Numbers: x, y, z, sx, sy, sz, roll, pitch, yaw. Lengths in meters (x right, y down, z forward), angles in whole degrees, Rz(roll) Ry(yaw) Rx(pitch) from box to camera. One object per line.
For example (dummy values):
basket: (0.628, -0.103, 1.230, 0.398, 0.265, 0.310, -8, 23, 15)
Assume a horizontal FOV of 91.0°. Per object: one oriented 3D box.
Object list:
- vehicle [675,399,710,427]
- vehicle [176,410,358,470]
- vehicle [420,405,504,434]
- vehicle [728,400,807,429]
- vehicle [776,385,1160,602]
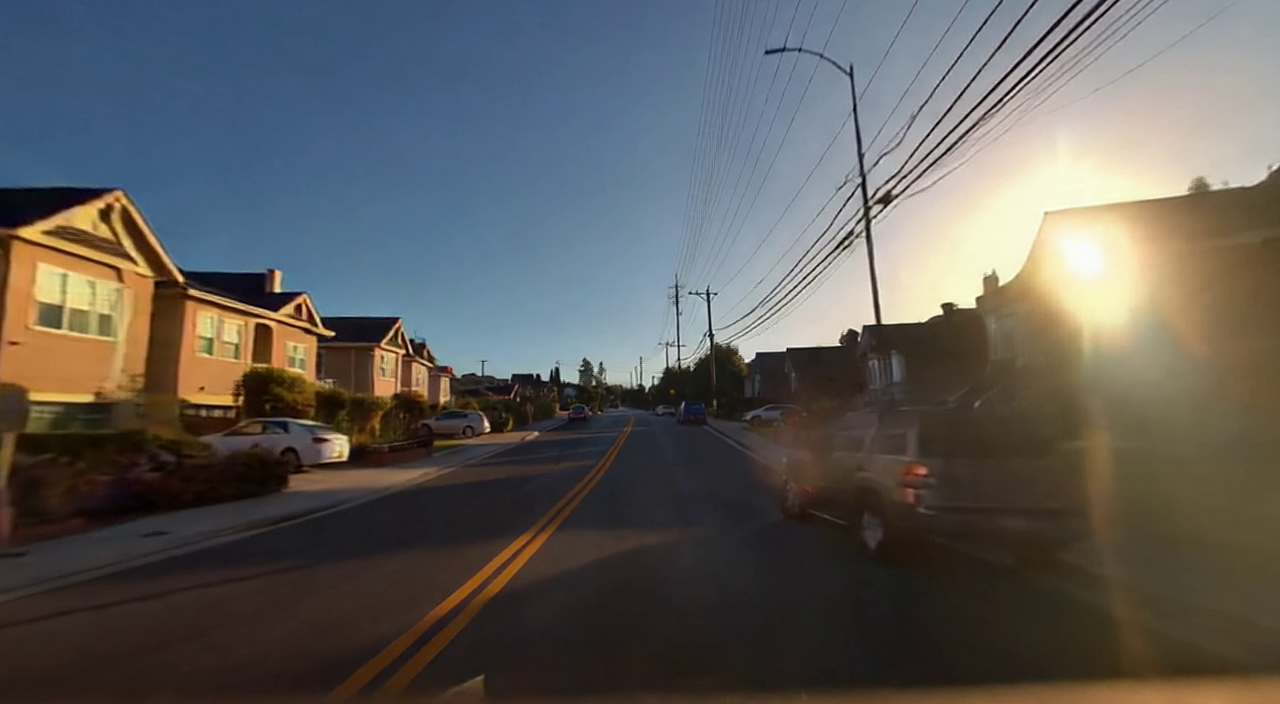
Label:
vehicle: (3.874, 4.567, 47.391, 2.277, 1.917, 5.495, 0, -5, 1)
vehicle: (-11.785, 2.810, 20.119, 4.525, 1.797, 2.024, -1, -8, 4)
vehicle: (-10.927, 4.184, 38.832, 4.484, 1.538, 1.901, 3, -7, 4)
vehicle: (8.375, 4.175, 41.817, 4.893, 1.642, 1.874, -2, -9, 5)
vehicle: (3.342, 1.487, 7.869, 2.211, 1.860, 4.813, 0, -7, 0)
